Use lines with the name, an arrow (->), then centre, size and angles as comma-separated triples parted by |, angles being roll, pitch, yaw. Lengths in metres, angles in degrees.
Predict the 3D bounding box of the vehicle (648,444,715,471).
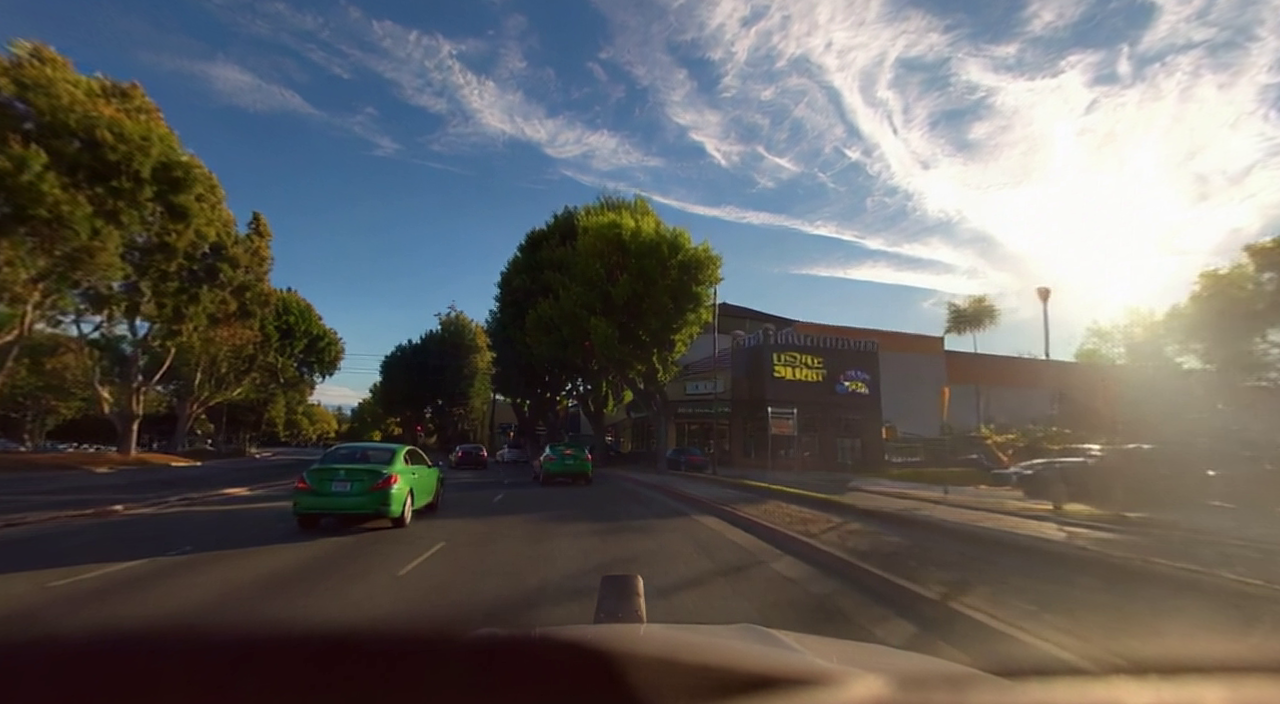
vehicle -> 2.765, 7.216, 43.361 | 2.095, 1.697, 4.801 | 6, -10, -34

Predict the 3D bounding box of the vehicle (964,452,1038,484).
vehicle -> 20.904, 6.636, 36.359 | 4.486, 1.658, 2.031 | 6, -10, -37

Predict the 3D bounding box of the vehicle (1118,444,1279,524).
vehicle -> 13.936, 2.922, 14.238 | 4.442, 1.646, 2.106 | 0, -8, 2

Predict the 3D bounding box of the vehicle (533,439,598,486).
vehicle -> -2.769, 3.883, 22.544 | 2.001, 1.483, 4.442 | 2, -8, -11

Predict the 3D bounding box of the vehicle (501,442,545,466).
vehicle -> -7.362, 6.331, 39.236 | 1.920, 1.416, 4.310 | 3, -9, -20

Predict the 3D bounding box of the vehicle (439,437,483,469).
vehicle -> -9.489, 5.283, 33.118 | 2.042, 1.593, 3.956 | 3, -9, -17

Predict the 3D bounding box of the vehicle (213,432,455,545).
vehicle -> -4.788, 2.172, 10.881 | 2.105, 1.477, 4.857 | 1, -8, -5
